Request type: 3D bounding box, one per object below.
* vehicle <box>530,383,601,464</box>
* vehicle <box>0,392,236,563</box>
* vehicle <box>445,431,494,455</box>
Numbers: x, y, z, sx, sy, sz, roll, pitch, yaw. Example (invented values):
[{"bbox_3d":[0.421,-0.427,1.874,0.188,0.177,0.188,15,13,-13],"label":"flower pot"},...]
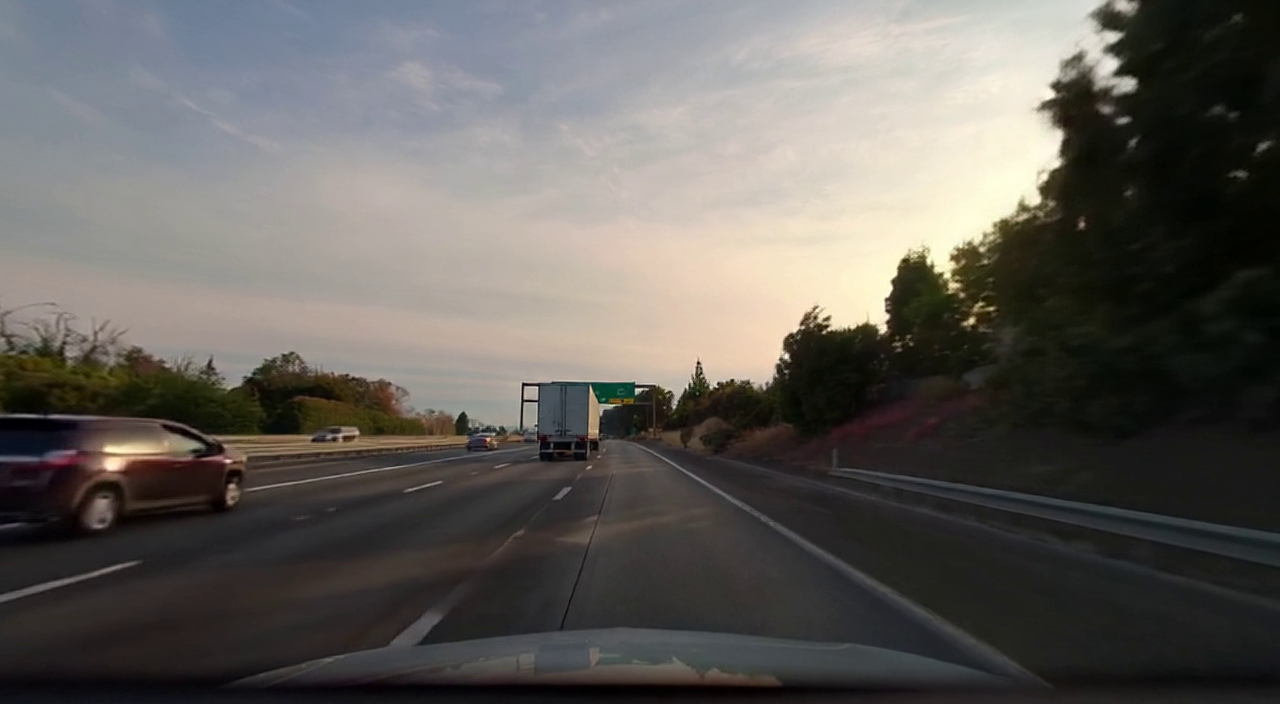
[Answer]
[{"bbox_3d":[-4.073,4.385,37.321,3.002,3.987,12.477,0,-8,-1],"label":"vehicle"},{"bbox_3d":[-7.430,1.440,7.704,2.075,1.691,4.431,0,-8,-2],"label":"vehicle"},{"bbox_3d":[-11.883,6.354,44.069,2.138,1.531,4.864,0,-8,-1],"label":"vehicle"}]
